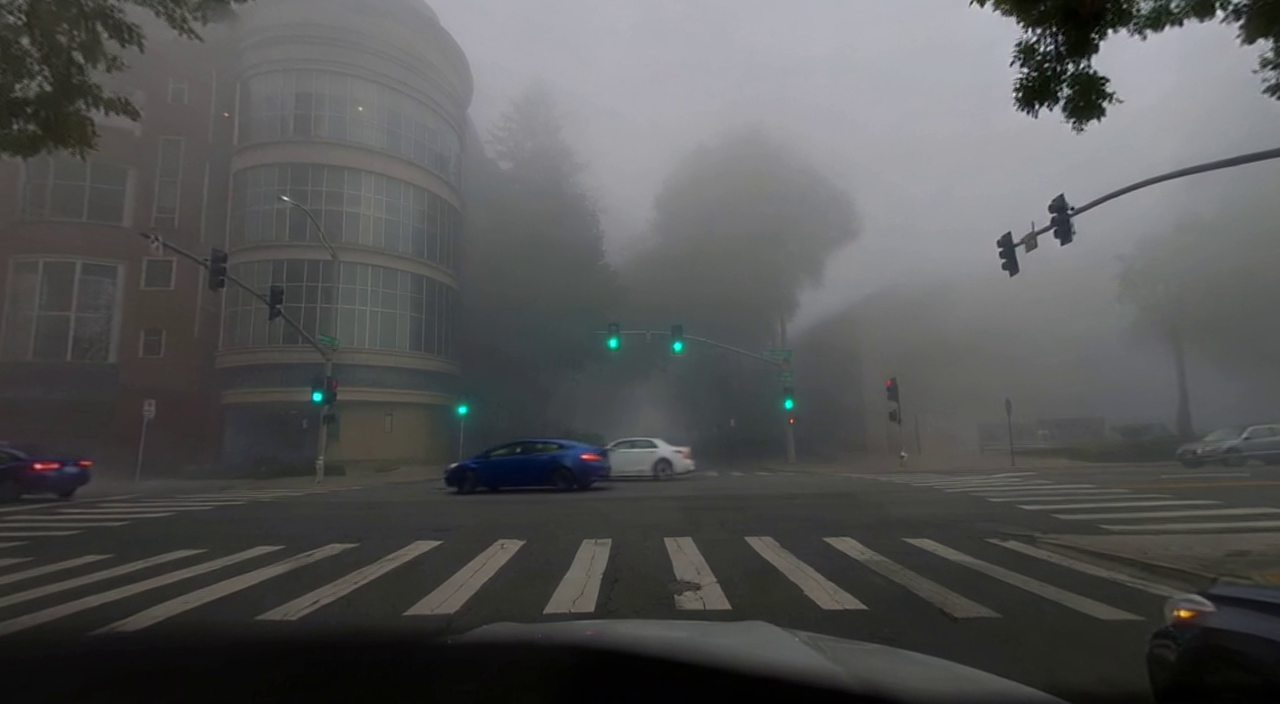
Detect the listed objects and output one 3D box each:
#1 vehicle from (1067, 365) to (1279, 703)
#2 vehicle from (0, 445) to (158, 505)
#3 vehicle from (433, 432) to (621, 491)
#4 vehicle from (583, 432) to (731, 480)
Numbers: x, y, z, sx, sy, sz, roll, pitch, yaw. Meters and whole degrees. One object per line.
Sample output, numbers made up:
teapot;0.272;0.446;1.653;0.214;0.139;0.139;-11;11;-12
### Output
vehicle;2.885;0.678;0.835;1.947;1.576;3.825;0;-8;1
vehicle;-15.980;3.268;16.864;4.464;1.472;1.867;0;-8;-1
vehicle;-2.919;2.943;17.016;4.723;1.484;1.883;0;-8;0
vehicle;0.547;3.399;20.624;4.623;1.477;1.884;0;-8;1
